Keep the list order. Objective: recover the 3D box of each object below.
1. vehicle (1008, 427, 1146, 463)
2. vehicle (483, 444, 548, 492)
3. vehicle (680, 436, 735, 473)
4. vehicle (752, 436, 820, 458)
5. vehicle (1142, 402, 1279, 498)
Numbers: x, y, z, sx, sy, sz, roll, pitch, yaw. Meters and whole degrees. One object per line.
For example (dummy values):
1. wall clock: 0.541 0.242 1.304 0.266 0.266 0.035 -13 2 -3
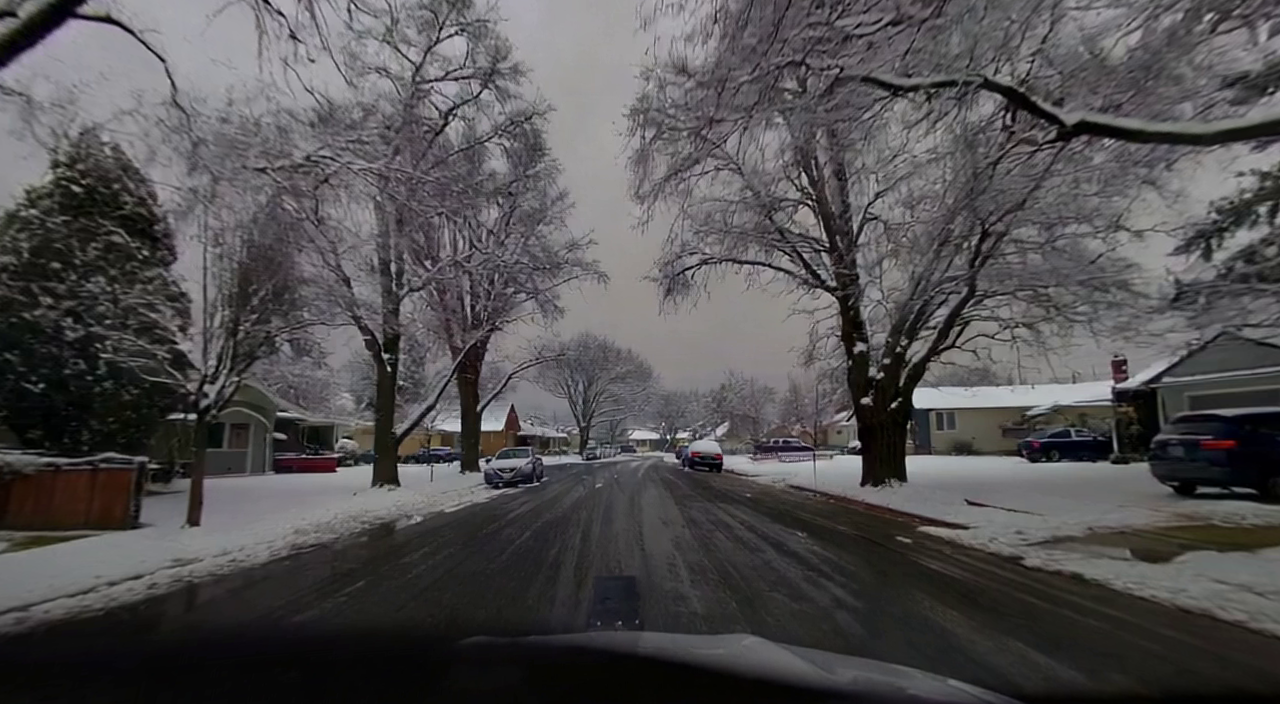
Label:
1. vehicle: 19.007 4.079 27.659 4.484 1.492 2.071 0 -8 -1
2. vehicle: -4.677 4.367 24.286 1.981 1.463 4.631 -1 -7 -5
3. vehicle: 3.482 5.447 33.675 2.228 1.813 4.901 0 -8 -2
4. vehicle: 11.478 7.480 49.857 4.781 1.700 1.914 0 -8 -3
5. vehicle: 12.992 1.885 12.312 4.623 1.678 2.078 0 -8 -2
